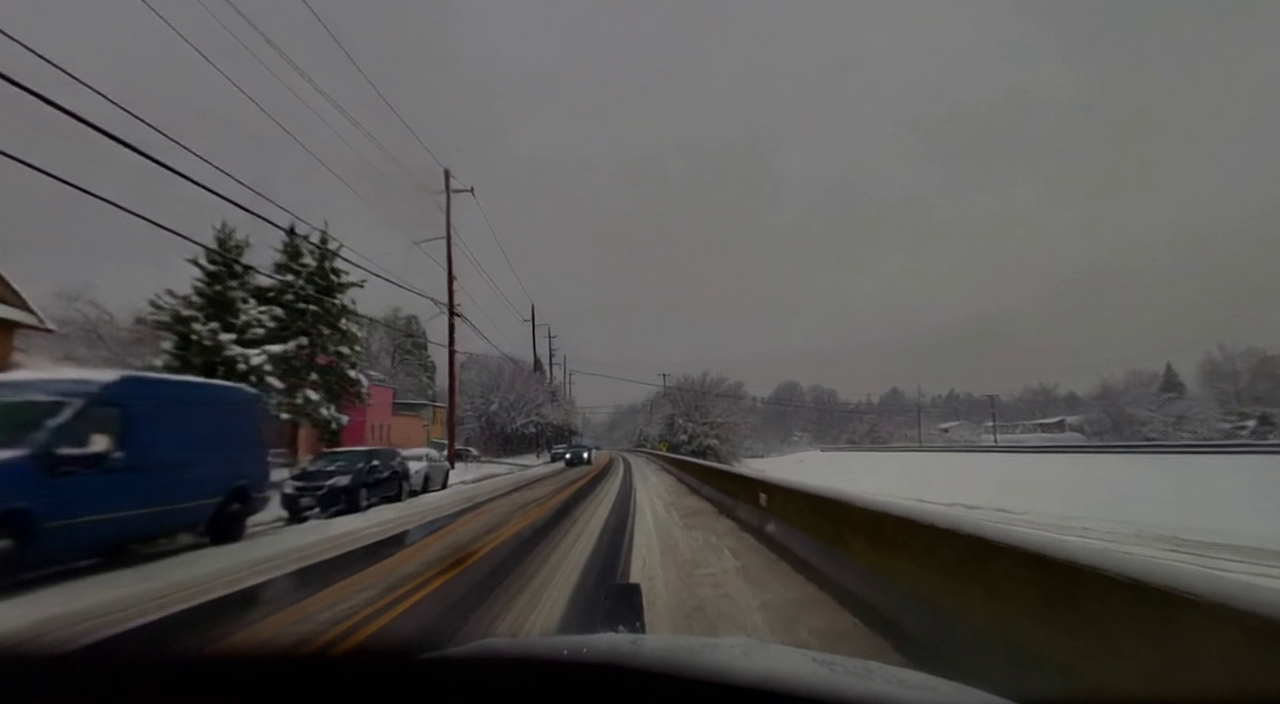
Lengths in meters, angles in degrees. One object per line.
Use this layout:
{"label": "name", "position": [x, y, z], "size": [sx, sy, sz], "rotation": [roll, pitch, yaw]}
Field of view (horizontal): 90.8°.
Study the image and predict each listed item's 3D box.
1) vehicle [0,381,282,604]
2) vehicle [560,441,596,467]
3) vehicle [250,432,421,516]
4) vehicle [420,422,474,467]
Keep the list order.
{"label": "vehicle", "position": [-7.387, 1.676, 8.227], "size": [2.335, 2.136, 5.328], "rotation": [0, -8, -1]}
{"label": "vehicle", "position": [-4.234, 7.085, 44.036], "size": [2.103, 1.690, 4.508], "rotation": [0, -9, -1]}
{"label": "vehicle", "position": [-7.276, 2.984, 15.736], "size": [1.920, 1.681, 4.490], "rotation": [3, -10, 0]}
{"label": "vehicle", "position": [-12.040, 5.845, 39.896], "size": [2.451, 2.641, 5.869], "rotation": [1, -9, -9]}
